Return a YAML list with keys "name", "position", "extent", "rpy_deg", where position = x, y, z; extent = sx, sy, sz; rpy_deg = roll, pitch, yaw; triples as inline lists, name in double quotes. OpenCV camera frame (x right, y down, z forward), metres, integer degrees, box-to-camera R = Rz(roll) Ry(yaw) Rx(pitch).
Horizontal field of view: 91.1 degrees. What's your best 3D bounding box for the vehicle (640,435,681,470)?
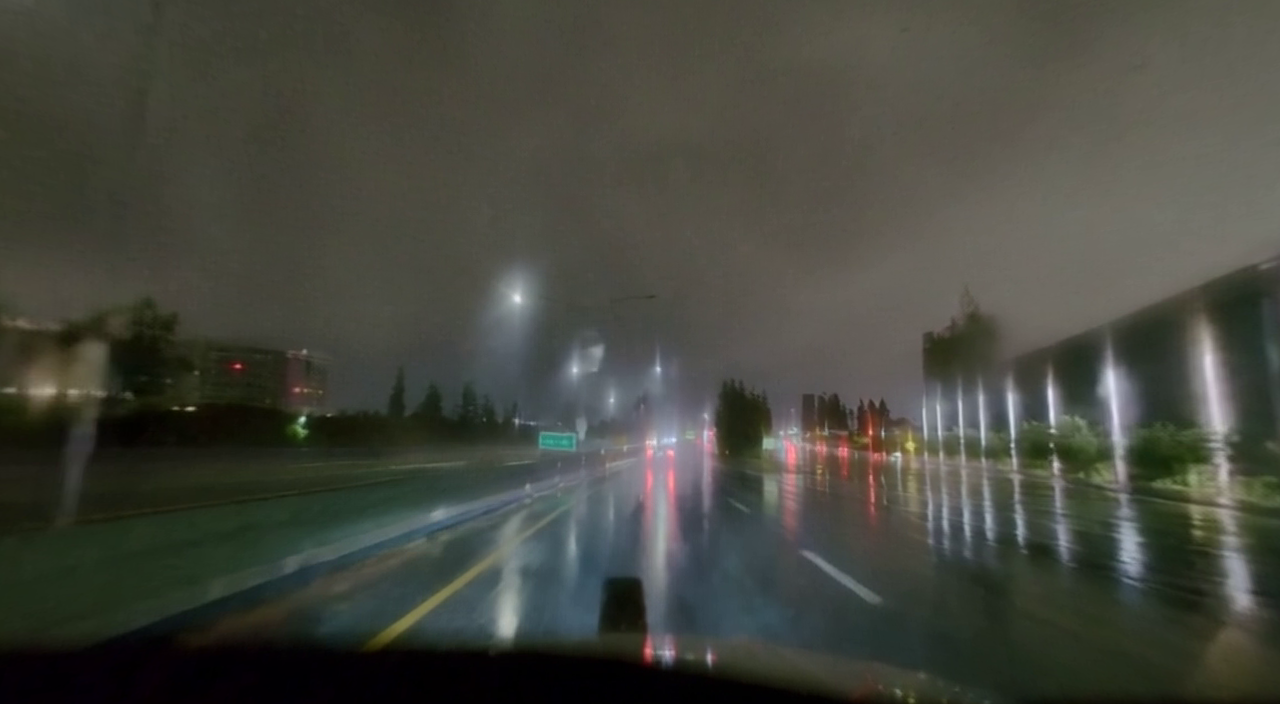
- name: "vehicle"
  position: [1.353, 6.623, 41.438]
  extent: [2.546, 2.126, 5.153]
  rpy_deg: [0, -8, 2]
